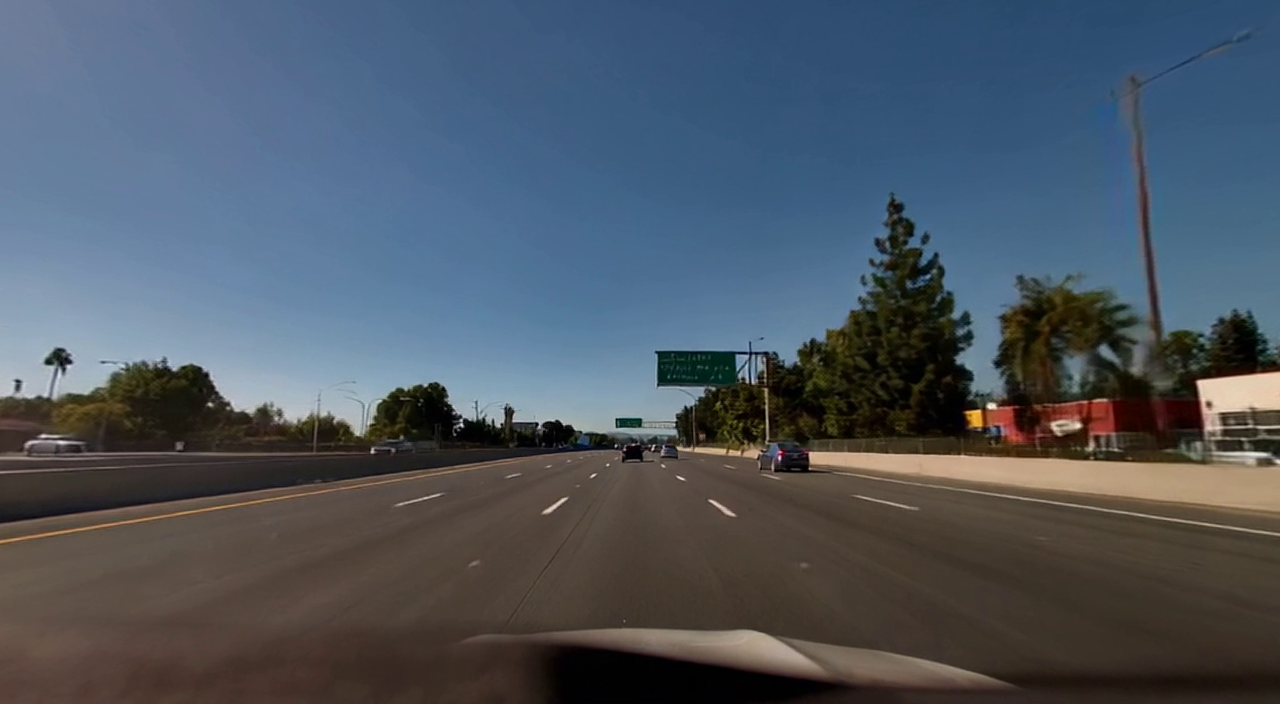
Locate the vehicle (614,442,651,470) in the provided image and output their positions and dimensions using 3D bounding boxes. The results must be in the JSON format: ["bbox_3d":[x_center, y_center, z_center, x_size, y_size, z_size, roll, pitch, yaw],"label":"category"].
[{"bbox_3d":[-0.453,5.912,36.175,1.999,1.473,4.351,0,-8,-1],"label":"vehicle"}]

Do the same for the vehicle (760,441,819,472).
[{"bbox_3d":[7.503,5.296,32.146,1.867,1.463,4.295,0,-8,-1],"label":"vehicle"}]
